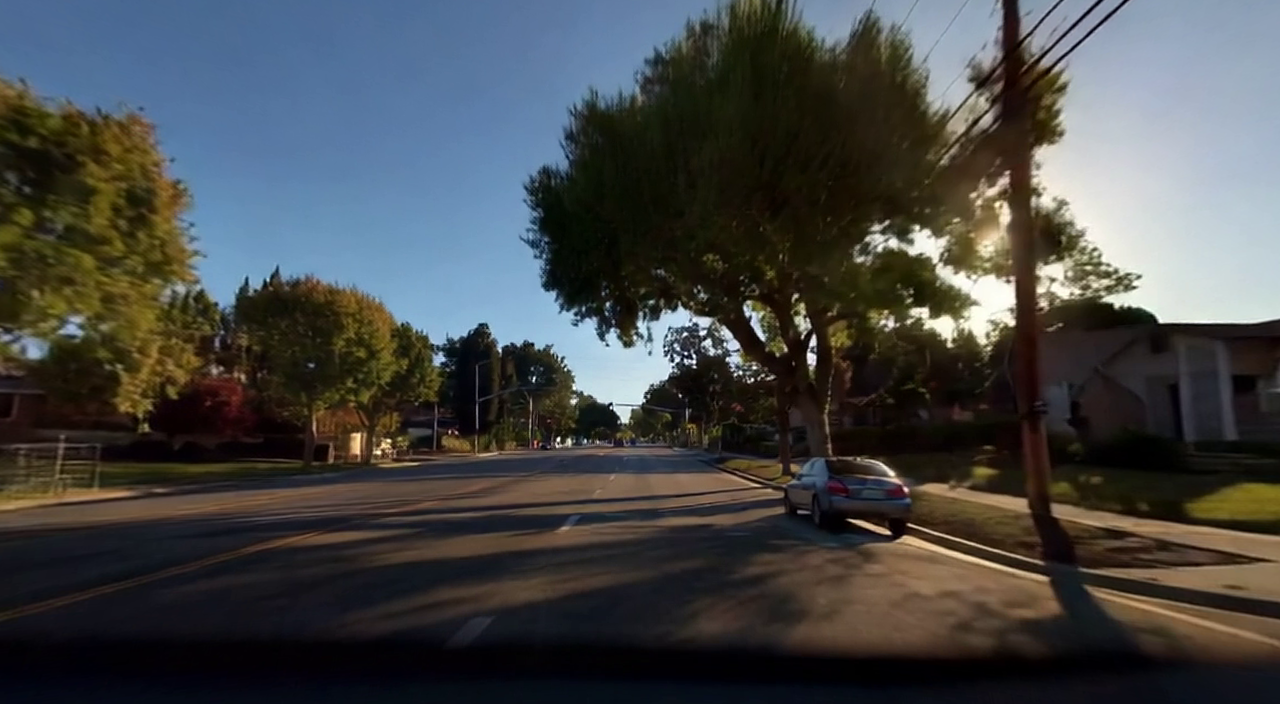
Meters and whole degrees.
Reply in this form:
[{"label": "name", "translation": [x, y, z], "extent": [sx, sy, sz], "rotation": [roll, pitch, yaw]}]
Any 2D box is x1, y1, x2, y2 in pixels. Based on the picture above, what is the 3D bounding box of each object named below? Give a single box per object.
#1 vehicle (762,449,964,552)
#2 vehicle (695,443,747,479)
[{"label": "vehicle", "translation": [3.817, 2.597, 11.880], "extent": [2.031, 1.500, 4.590], "rotation": [0, -8, -1]}, {"label": "vehicle", "translation": [4.086, 5.560, 32.648], "extent": [2.020, 1.690, 4.621], "rotation": [0, -8, -1]}]
